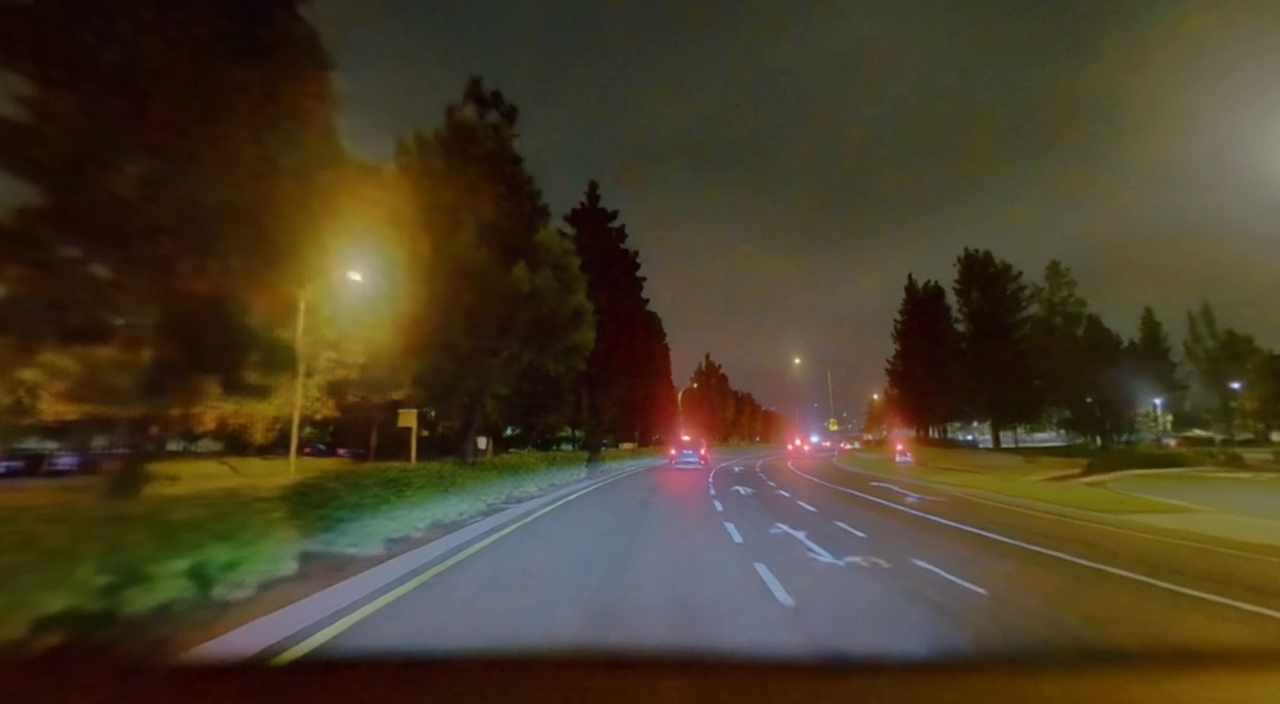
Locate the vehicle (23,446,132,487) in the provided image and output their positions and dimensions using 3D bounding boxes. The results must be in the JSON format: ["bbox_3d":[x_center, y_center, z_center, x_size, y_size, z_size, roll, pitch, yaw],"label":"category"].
[{"bbox_3d":[-24.073,4.857,27.102,2.058,1.580,4.134,3,-9,-21],"label":"vehicle"}]

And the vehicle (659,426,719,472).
[{"bbox_3d":[2.415,4.507,29.251,2.371,1.926,5.615,-1,-9,8],"label":"vehicle"}]

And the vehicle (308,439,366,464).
[{"bbox_3d":[-19.059,6.289,39.714,1.829,1.501,4.149,1,-9,-4],"label":"vehicle"}]
